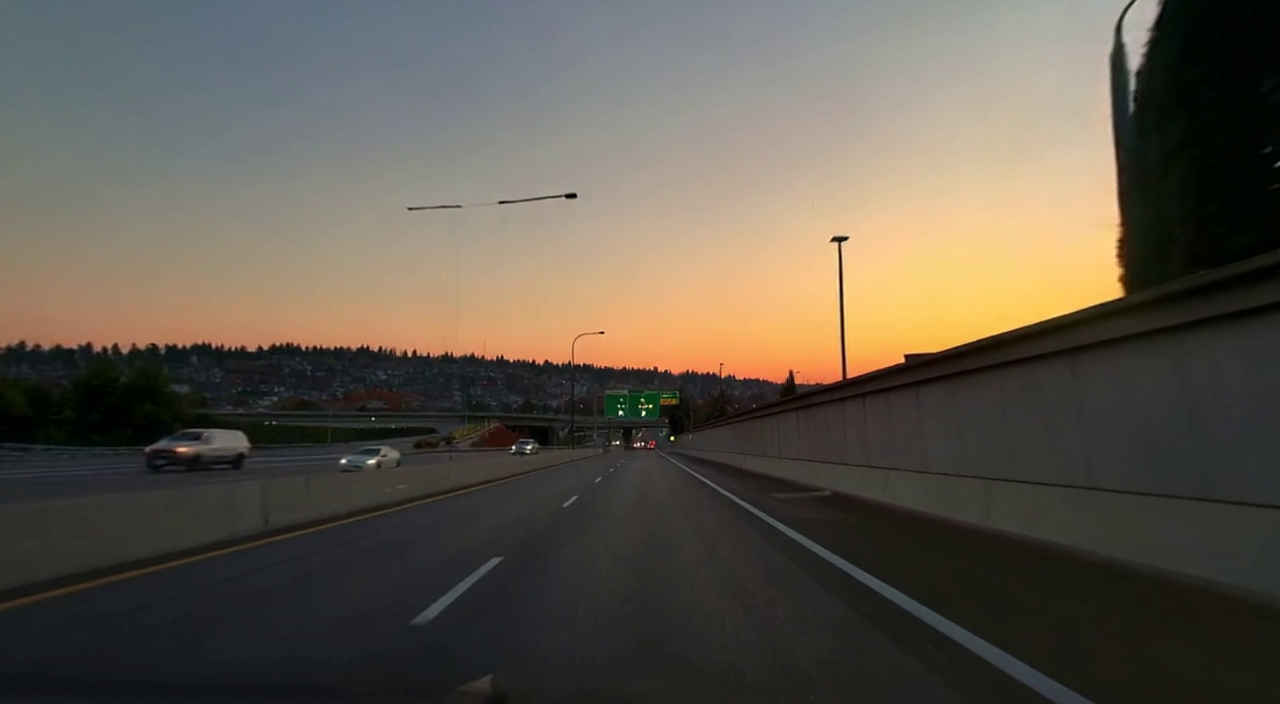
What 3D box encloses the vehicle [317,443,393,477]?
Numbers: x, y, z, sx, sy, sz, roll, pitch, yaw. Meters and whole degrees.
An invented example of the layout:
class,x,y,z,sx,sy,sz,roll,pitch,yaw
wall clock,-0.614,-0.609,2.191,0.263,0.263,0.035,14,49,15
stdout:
class,x,y,z,sx,sy,sz,roll,pitch,yaw
vehicle,-16.242,6.143,36.160,1.989,1.819,4.938,0,-8,1
